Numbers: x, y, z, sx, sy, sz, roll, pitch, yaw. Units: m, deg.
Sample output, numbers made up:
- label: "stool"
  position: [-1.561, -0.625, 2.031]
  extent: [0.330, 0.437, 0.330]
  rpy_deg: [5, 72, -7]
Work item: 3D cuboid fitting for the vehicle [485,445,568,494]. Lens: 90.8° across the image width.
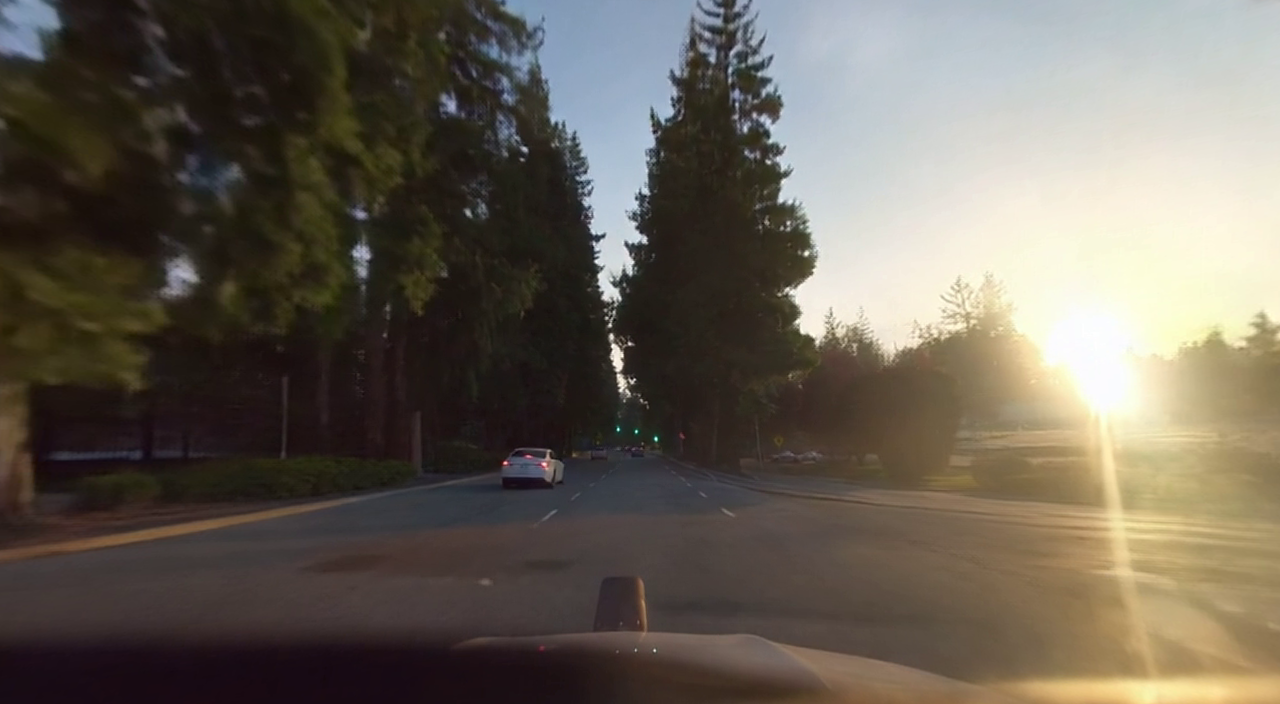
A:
- label: "vehicle"
  position: [-3.709, 3.913, 21.429]
  extent: [1.968, 1.459, 4.433]
  rpy_deg: [0, -8, 0]
